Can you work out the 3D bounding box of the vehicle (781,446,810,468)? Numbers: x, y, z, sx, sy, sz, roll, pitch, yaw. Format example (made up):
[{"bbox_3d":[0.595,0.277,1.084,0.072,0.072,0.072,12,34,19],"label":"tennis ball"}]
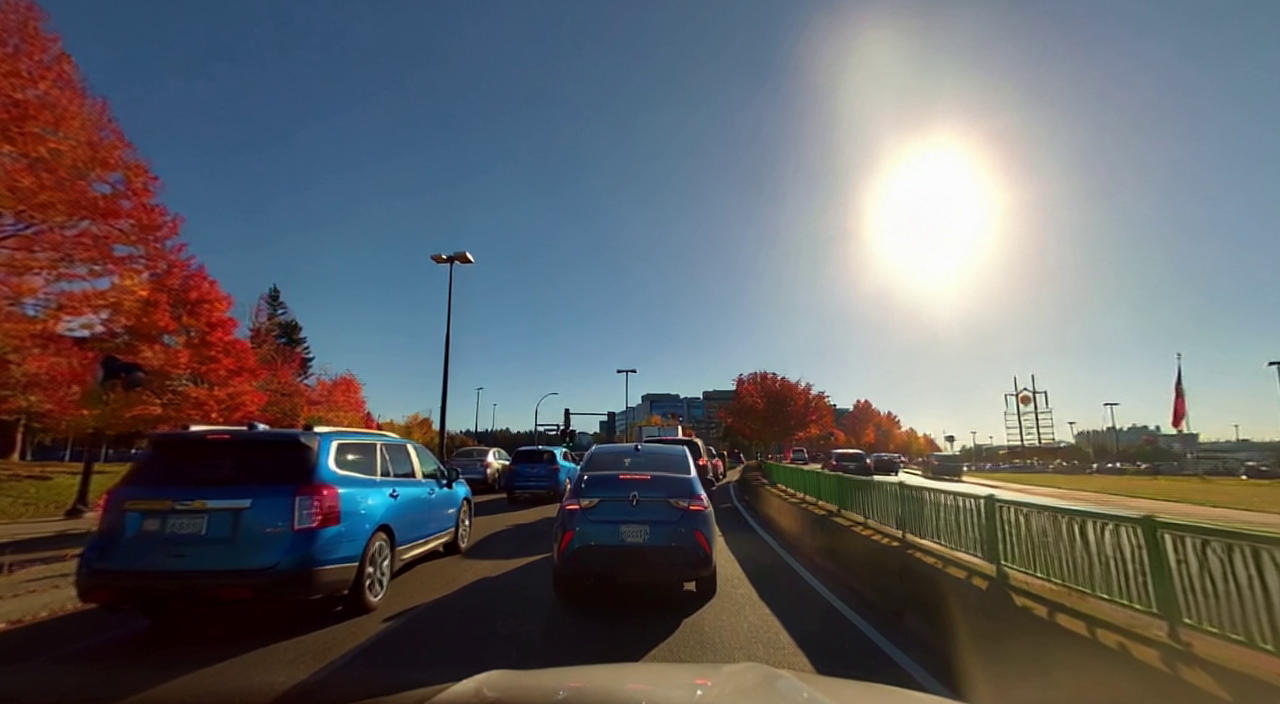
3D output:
[{"bbox_3d":[11.651,7.902,47.496,1.944,1.544,4.301,-1,-9,12],"label":"vehicle"}]

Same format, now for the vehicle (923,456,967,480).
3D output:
[{"bbox_3d":[23.066,8.747,47.827,1.946,1.649,4.326,-1,-9,12],"label":"vehicle"}]

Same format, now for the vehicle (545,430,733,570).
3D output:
[{"bbox_3d":[0.113,1.971,9.210,2.090,1.506,4.276,0,-9,3],"label":"vehicle"}]

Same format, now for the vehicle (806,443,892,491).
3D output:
[{"bbox_3d":[7.792,4.294,23.947,2.011,1.610,4.568,0,-9,4],"label":"vehicle"}]

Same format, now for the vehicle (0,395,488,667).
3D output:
[{"bbox_3d":[-3.088,1.414,6.080,1.988,1.635,4.260,0,-9,3],"label":"vehicle"}]
